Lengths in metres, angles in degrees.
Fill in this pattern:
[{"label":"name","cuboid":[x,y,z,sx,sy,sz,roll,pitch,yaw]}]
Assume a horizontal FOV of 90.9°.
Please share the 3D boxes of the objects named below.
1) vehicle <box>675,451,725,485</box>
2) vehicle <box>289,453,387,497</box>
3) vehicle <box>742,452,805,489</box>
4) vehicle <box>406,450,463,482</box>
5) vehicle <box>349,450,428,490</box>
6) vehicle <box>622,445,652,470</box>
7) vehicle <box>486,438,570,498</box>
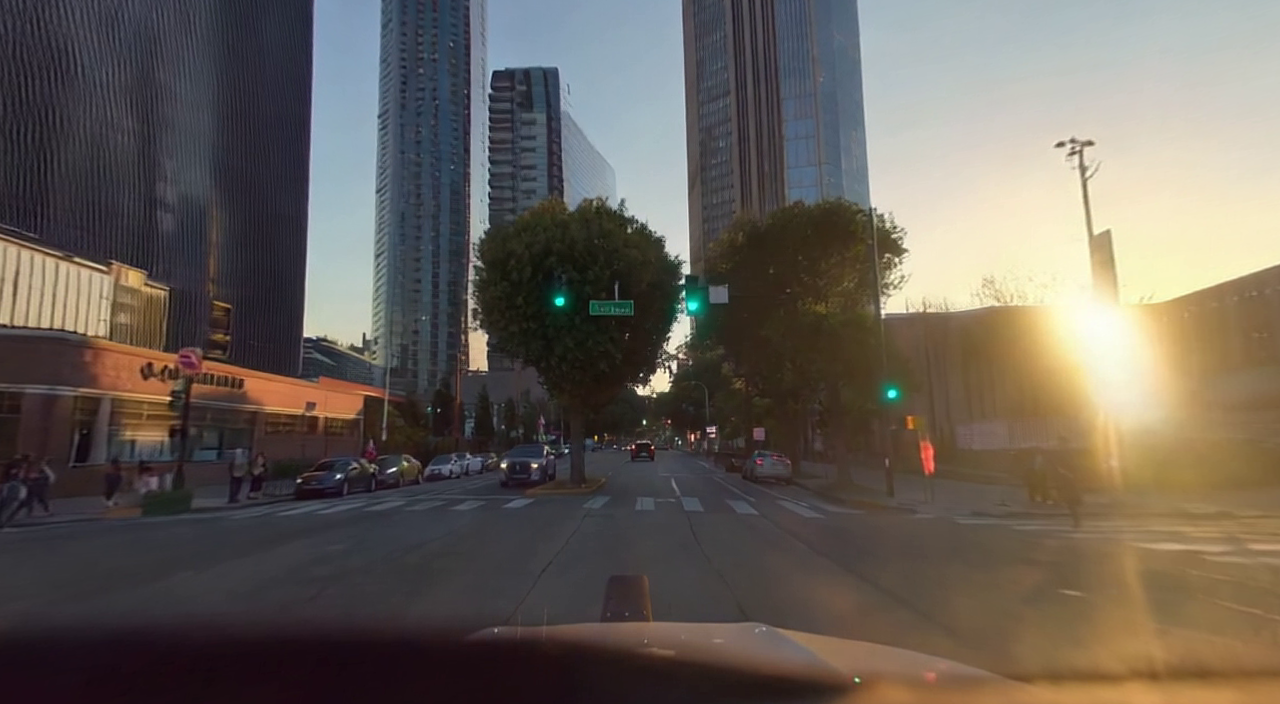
[{"label":"vehicle","cuboid":[2.742,5.397,29.561,1.919,1.371,3.583,1,-8,-1]},{"label":"vehicle","cuboid":[-12.721,5.177,26.880,2.118,1.644,4.188,0,-8,-1]},{"label":"vehicle","cuboid":[5.983,5.342,28.829,1.882,1.479,4.652,0,-8,0]},{"label":"vehicle","cuboid":[-12.287,6.827,37.992,1.854,1.727,4.426,0,-8,0]},{"label":"vehicle","cuboid":[-12.547,5.876,31.821,1.938,1.729,4.628,-3,-8,2]},{"label":"vehicle","cuboid":[-0.194,8.002,48.076,2.165,1.749,4.078,0,-8,0]},{"label":"vehicle","cuboid":[-3.882,4.038,22.601,2.176,1.804,4.740,-2,-8,-1]}]
